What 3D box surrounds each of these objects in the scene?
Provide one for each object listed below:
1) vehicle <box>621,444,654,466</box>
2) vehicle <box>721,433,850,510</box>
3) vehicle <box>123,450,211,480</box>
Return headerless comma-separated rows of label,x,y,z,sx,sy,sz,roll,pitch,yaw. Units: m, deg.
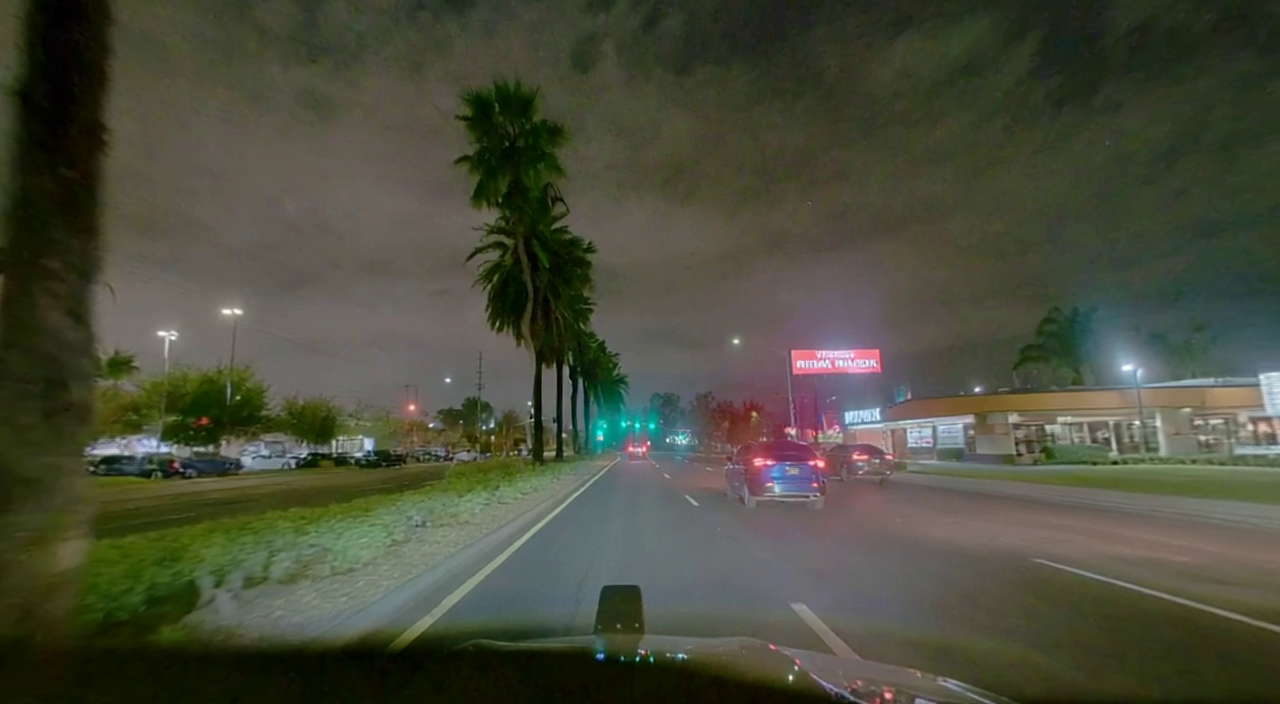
vehicle,-0.246,7.325,45.232,2.258,1.468,4.076,0,-8,-2
vehicle,3.234,2.749,15.022,1.889,1.541,4.303,0,-9,-2
vehicle,-32.587,7.748,43.562,4.634,1.870,2.177,7,-11,-39
